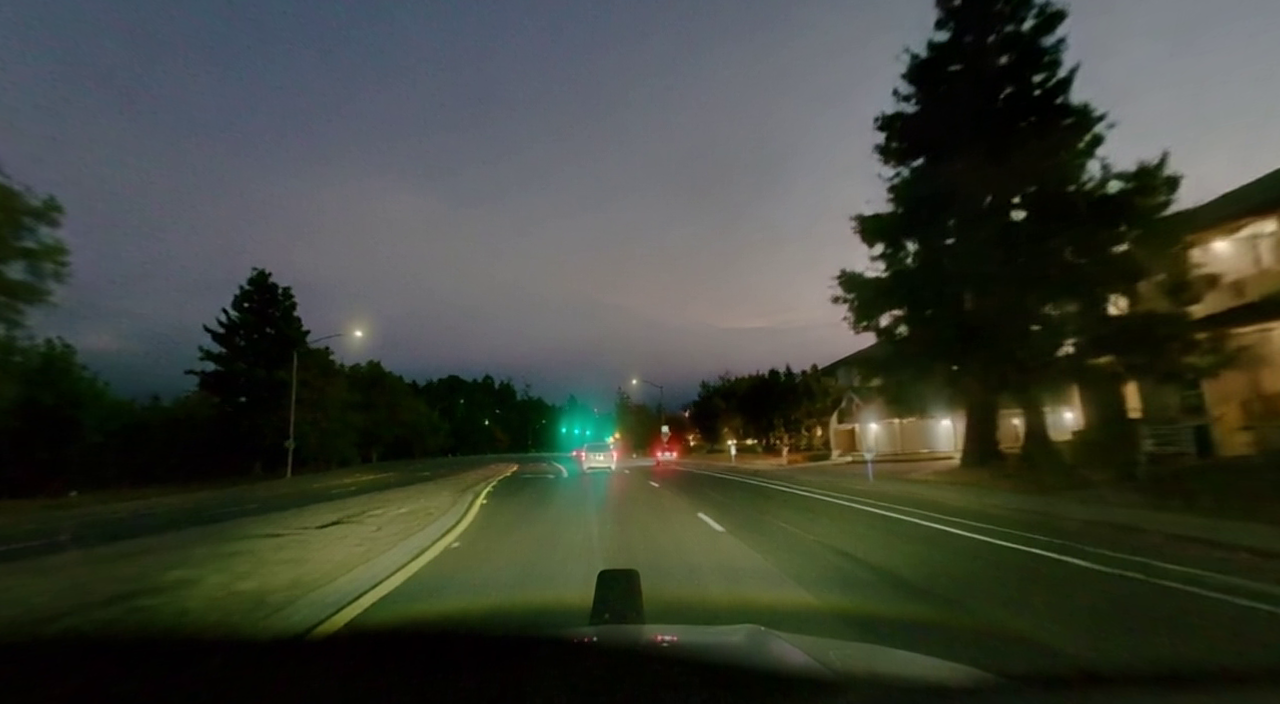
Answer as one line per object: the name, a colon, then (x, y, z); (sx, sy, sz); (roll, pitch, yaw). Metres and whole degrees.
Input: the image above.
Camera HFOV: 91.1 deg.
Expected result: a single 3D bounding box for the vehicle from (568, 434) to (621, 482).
vehicle: (-2.159, 4.822, 28.835); (2.072, 2.002, 4.391); (1, -9, -9)
